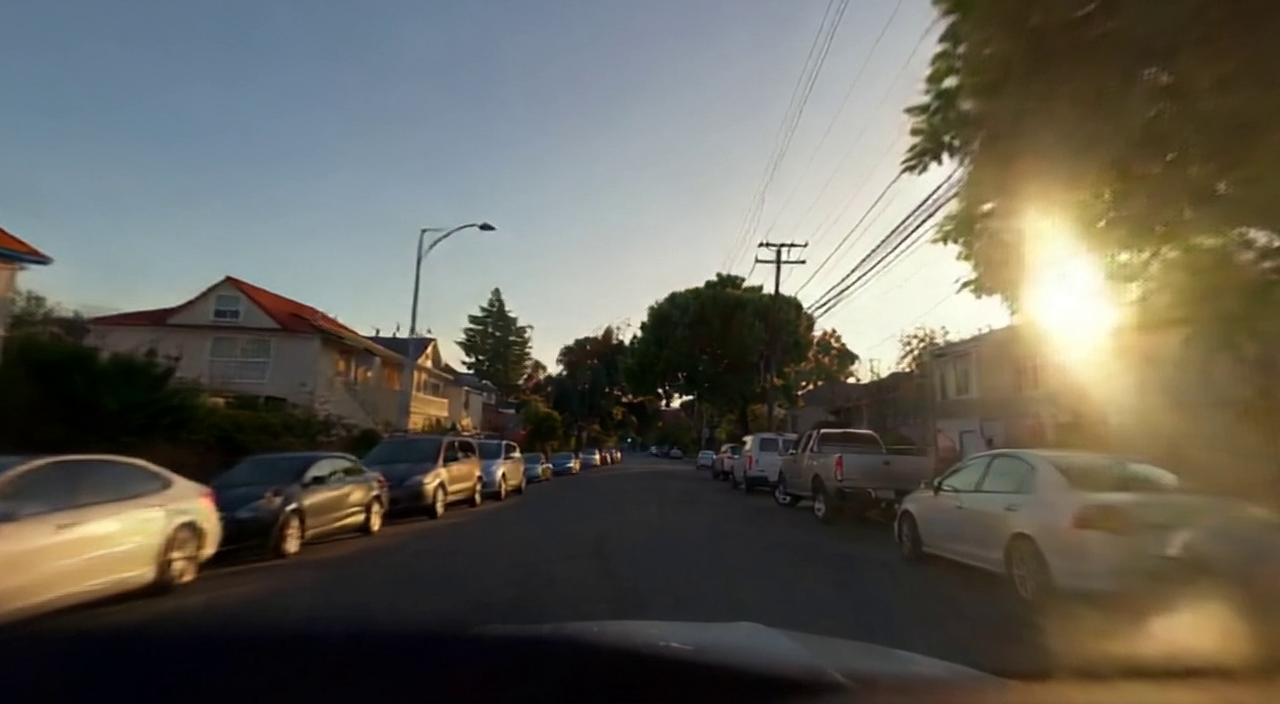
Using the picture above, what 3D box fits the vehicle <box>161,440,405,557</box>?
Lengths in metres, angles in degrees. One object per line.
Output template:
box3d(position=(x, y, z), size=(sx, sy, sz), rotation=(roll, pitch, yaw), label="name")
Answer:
box3d(position=(-5.351, 2.190, 10.129), size=(1.745, 1.502, 3.648), rotation=(0, -8, 0), label="vehicle")

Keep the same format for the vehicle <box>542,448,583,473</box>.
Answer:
box3d(position=(-4.677, 6.593, 38.579), size=(1.958, 1.359, 4.357), rotation=(0, -8, 0), label="vehicle")

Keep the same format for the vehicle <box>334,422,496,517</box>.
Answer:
box3d(position=(-5.139, 2.743, 15.306), size=(2.034, 1.923, 4.713), rotation=(-1, -8, 2), label="vehicle")

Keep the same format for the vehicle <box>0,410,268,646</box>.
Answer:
box3d(position=(-5.539, 1.397, 5.412), size=(1.909, 1.675, 4.442), rotation=(0, -8, 1), label="vehicle")

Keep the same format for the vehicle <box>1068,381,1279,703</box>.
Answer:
box3d(position=(4.312, 0.932, 2.213), size=(2.055, 1.763, 5.134), rotation=(5, -10, 0), label="vehicle")

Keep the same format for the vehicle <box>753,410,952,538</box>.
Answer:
box3d(position=(3.968, 2.398, 13.079), size=(2.237, 2.071, 5.332), rotation=(0, -8, 0), label="vehicle")
